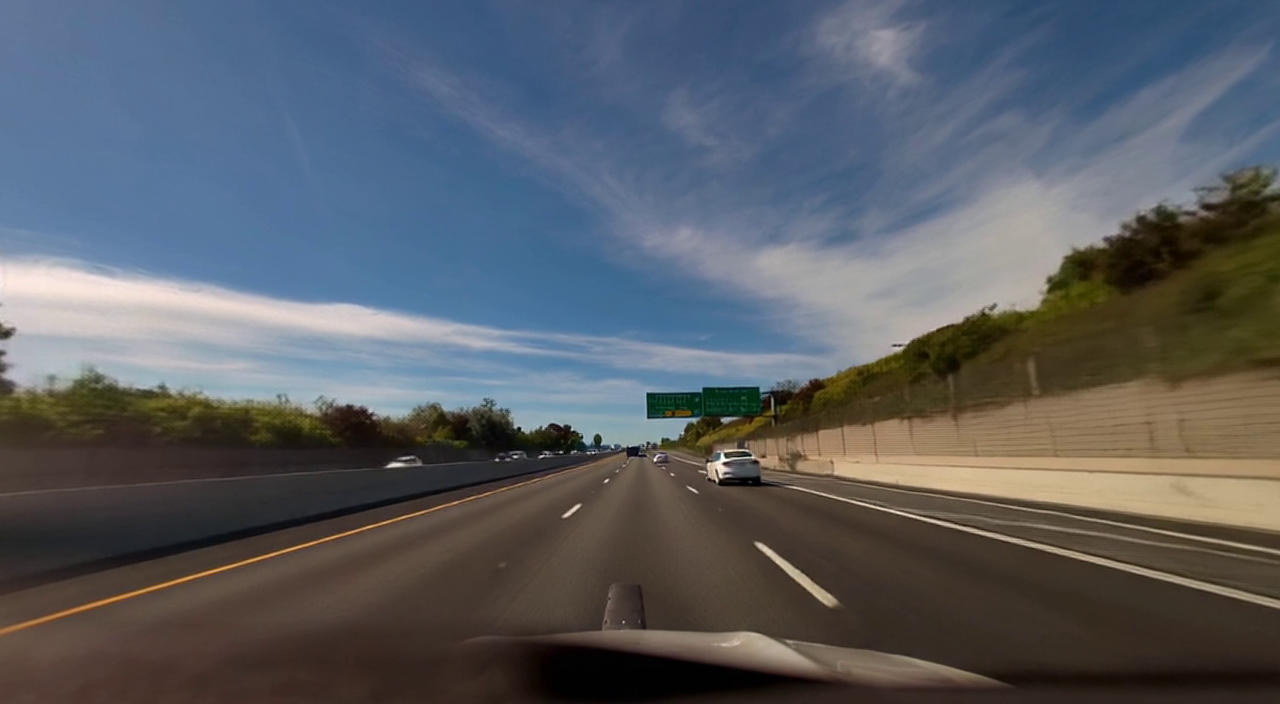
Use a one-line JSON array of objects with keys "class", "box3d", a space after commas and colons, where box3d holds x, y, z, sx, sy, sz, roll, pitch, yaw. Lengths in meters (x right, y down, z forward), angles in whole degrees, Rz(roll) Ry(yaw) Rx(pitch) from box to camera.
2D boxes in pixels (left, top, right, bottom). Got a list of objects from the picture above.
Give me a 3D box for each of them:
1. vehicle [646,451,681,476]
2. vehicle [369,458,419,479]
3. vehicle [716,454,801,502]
[{"class": "vehicle", "box3d": [1.400, 6.876, 39.042, 2.065, 1.400, 4.028, 0, -9, 1]}, {"class": "vehicle", "box3d": [-19.323, 9.168, 49.700, 1.909, 1.514, 4.719, -1, -9, 2]}, {"class": "vehicle", "box3d": [3.575, 3.857, 19.651, 1.883, 1.320, 3.386, 0, -9, -1]}]
